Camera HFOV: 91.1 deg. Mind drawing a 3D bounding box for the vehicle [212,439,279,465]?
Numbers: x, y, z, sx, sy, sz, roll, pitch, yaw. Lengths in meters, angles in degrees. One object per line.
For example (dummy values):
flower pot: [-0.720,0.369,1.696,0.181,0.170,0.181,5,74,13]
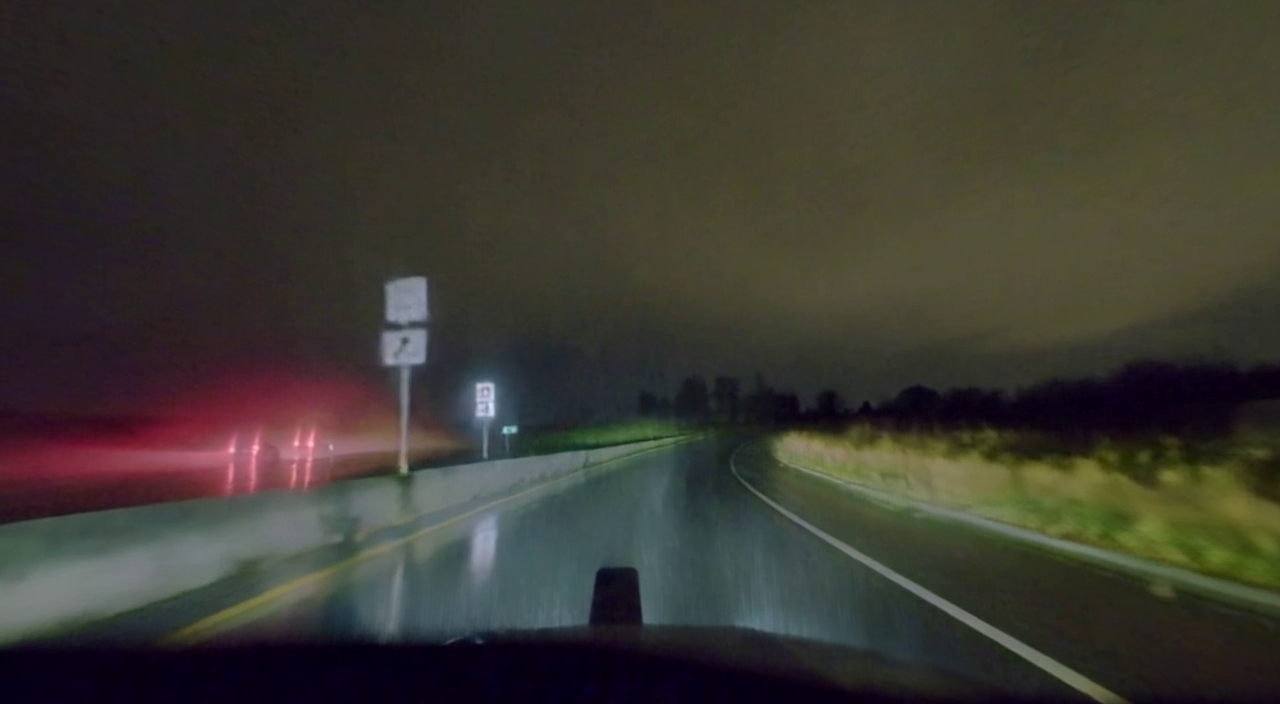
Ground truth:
vehicle: [-24.019,6.063,38.464,1.895,1.451,4.168,1,-8,-9]
